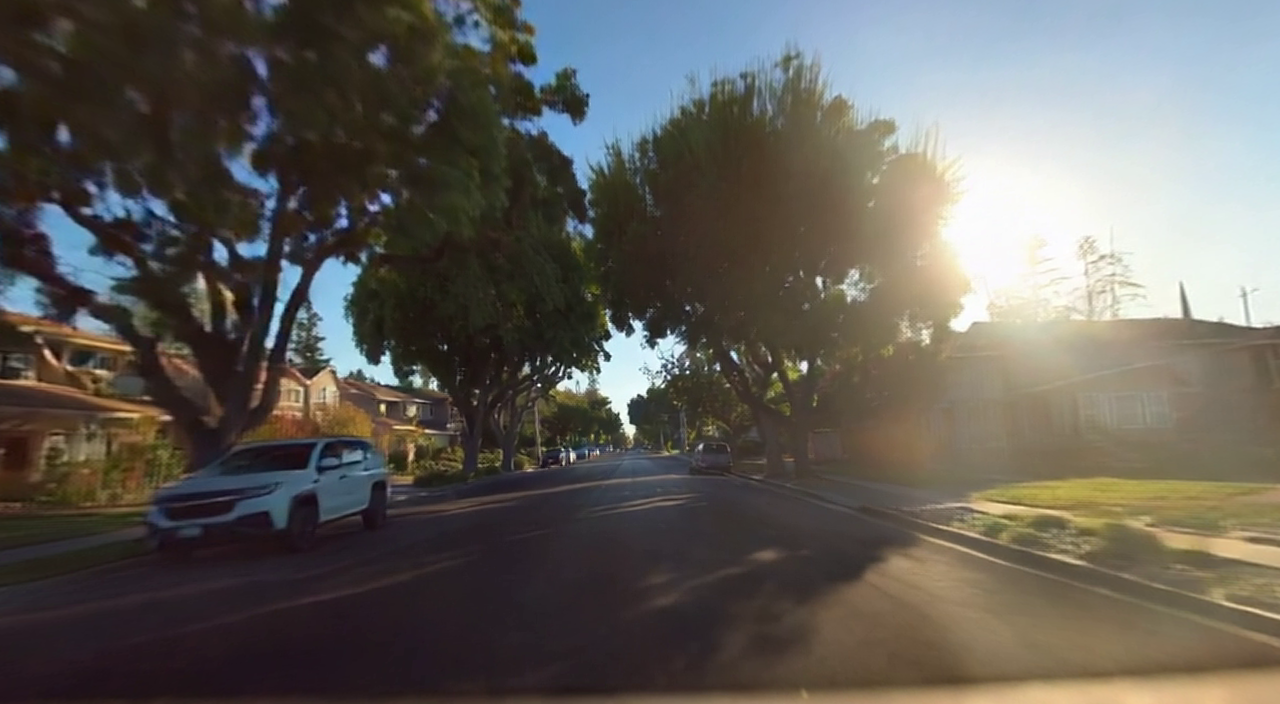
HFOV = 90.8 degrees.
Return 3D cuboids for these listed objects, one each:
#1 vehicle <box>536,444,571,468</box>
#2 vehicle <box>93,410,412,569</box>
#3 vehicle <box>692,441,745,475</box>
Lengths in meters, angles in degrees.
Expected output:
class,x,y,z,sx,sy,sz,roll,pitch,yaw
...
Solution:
class,x,y,z,sx,sy,sz,roll,pitch,yaw
vehicle,-6.346,7.687,46.746,1.944,1.621,4.187,-1,-9,1
vehicle,-5.796,2.096,10.556,2.341,1.942,5.044,-1,-8,-3
vehicle,3.844,5.275,31.728,1.996,1.585,4.371,0,-8,-1
